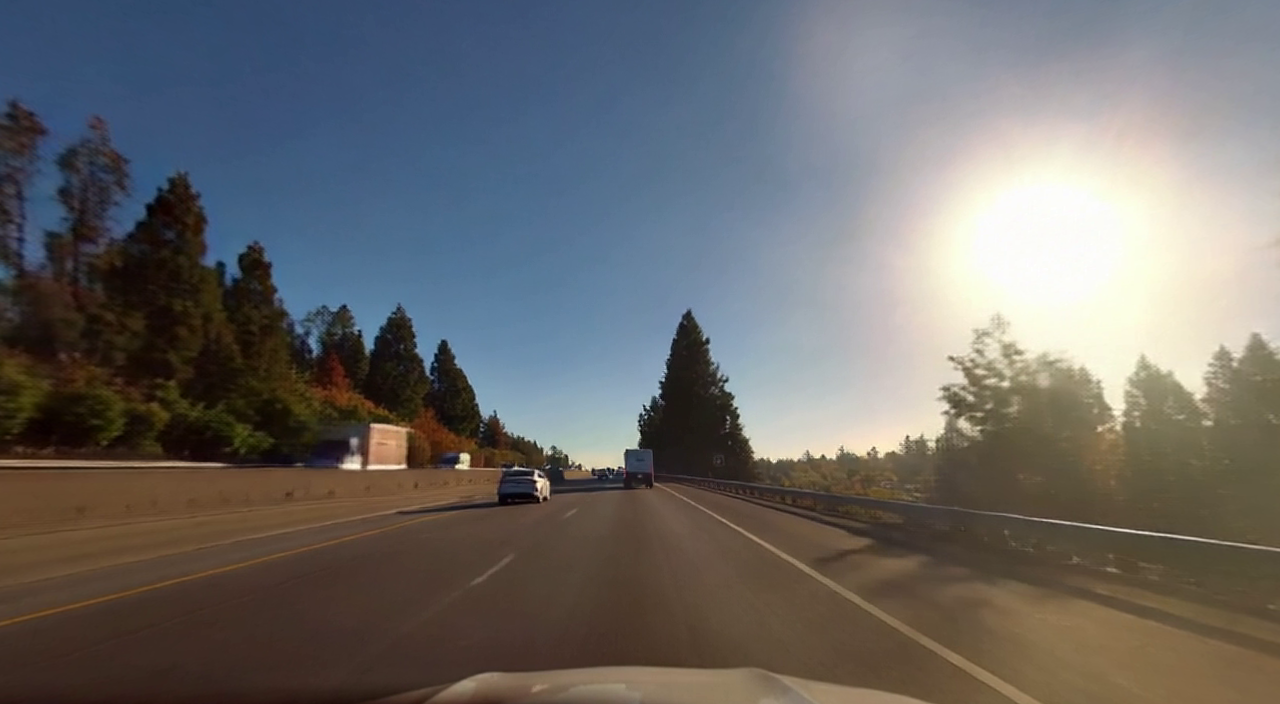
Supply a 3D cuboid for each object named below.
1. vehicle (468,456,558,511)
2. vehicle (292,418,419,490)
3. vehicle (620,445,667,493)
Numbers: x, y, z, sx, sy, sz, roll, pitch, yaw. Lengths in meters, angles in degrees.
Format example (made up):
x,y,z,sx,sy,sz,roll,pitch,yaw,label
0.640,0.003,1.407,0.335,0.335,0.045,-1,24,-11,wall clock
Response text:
x,y,z,sx,sy,sz,roll,pitch,yaw,label
-4.046,4.280,20.726,2.100,1.605,3.883,1,-11,0,vehicle
-12.861,4.810,29.346,2.627,2.899,7.080,1,-11,-1,vehicle
0.106,6.826,36.712,2.482,2.549,5.447,1,-11,-2,vehicle
